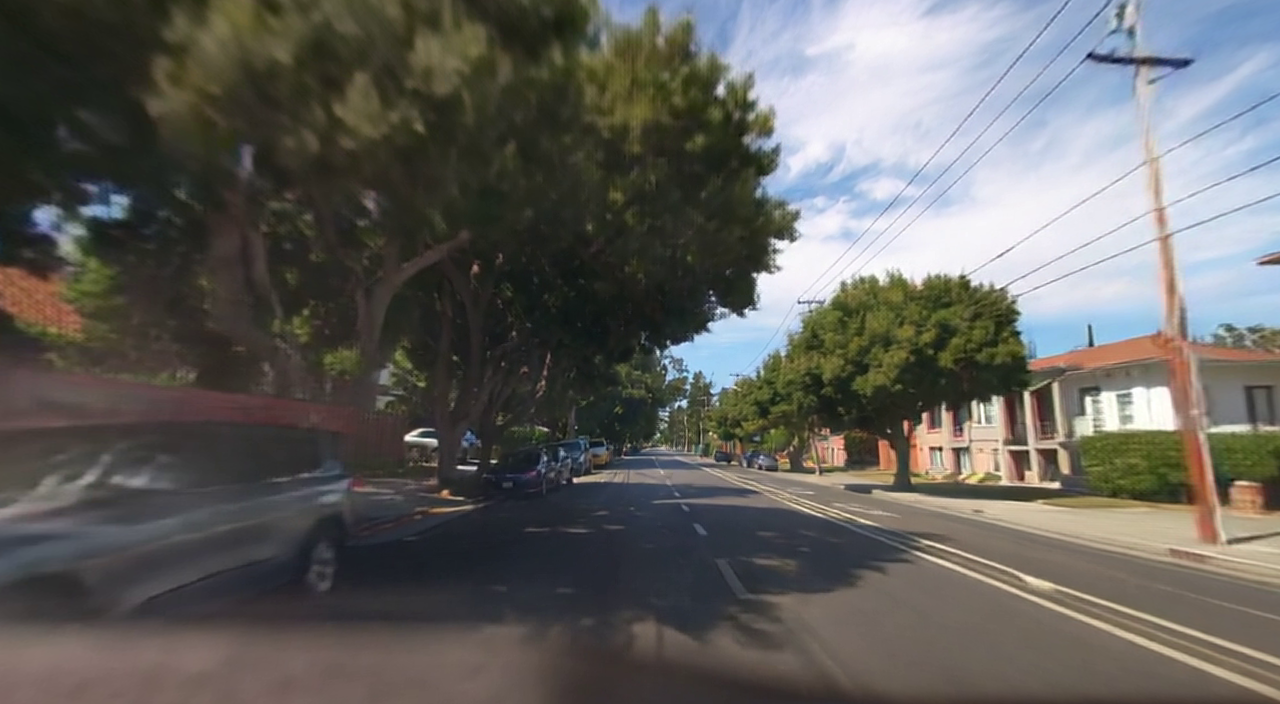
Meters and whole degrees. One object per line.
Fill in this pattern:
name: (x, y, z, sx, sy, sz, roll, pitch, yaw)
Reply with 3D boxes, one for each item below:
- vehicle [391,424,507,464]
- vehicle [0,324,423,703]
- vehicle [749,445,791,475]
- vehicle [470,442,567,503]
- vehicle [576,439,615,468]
vehicle: (-11.650, 5.658, 38.907, 6.180, 2.011, 2.493, 3, -8, 1)
vehicle: (-3.726, 1.121, 4.559, 2.189, 1.887, 5.616, 0, -8, 1)
vehicle: (9.817, 8.202, 48.102, 2.156, 1.882, 4.790, 7, -8, 2)
vehicle: (-3.505, 3.564, 19.174, 1.917, 1.516, 4.898, -2, -9, 1)
vehicle: (-3.120, 7.263, 45.510, 2.290, 1.924, 5.536, -1, -9, 1)
